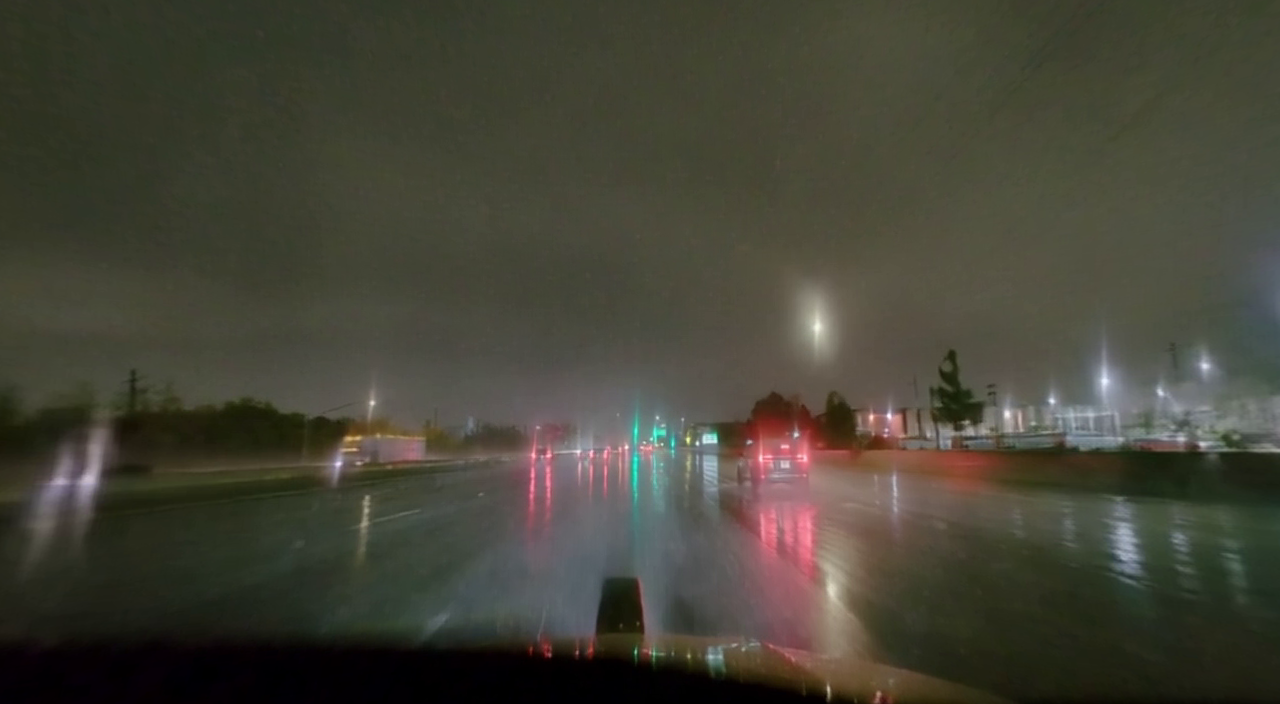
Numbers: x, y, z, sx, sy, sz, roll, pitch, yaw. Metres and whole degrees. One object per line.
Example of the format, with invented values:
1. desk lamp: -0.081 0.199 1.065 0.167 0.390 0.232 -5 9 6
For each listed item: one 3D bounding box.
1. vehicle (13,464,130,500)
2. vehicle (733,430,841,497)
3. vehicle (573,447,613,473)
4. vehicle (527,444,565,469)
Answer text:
1. vehicle: -27.666 6.303 30.839 1.909 1.541 4.044 0 -9 0
2. vehicle: 4.321 3.369 19.357 2.109 1.764 4.704 0 -9 -1
3. vehicle: -2.830 6.640 38.953 2.139 1.510 4.506 0 -9 0
4. vehicle: -7.303 8.130 49.177 2.112 1.813 4.716 -1 -9 2
